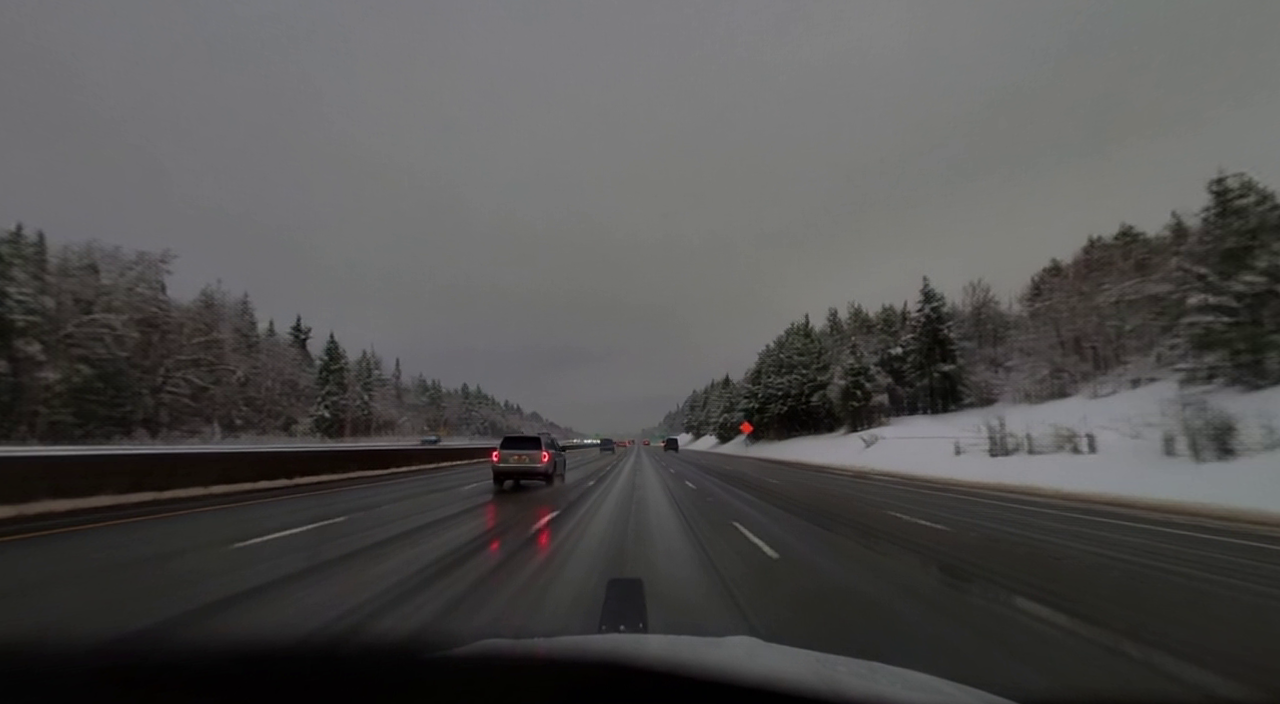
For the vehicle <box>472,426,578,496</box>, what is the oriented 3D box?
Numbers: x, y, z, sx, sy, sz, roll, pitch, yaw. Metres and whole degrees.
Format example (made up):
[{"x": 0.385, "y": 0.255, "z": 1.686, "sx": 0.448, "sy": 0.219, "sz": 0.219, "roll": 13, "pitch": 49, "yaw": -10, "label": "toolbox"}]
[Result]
[{"x": -3.294, "y": 3.270, "z": 19.190, "sx": 2.218, "sy": 1.848, "sz": 4.789, "roll": 0, "pitch": -9, "yaw": 1, "label": "vehicle"}]
